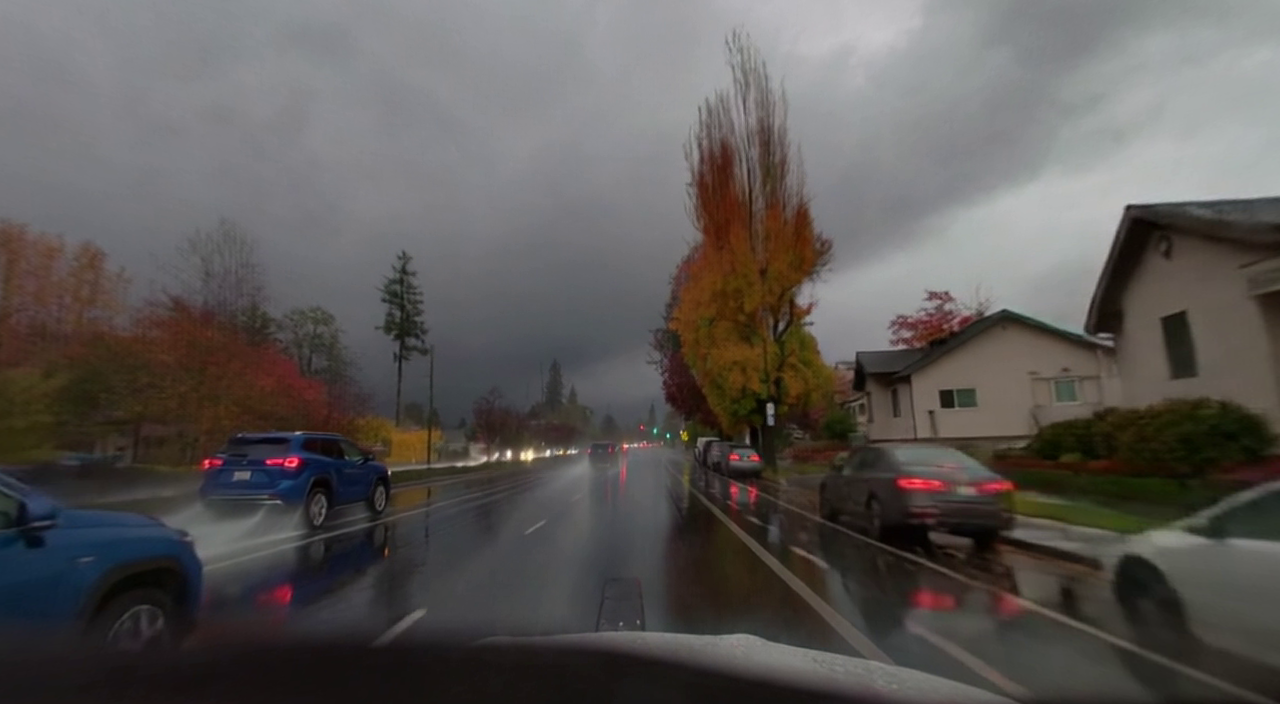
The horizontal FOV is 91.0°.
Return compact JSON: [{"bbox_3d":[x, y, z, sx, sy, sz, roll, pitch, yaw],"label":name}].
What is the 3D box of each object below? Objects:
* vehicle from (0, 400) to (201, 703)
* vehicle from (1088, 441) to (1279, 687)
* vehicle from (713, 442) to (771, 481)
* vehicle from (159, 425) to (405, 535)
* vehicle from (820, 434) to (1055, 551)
[{"bbox_3d":[-3.143,0.694,0.741,1.982,1.478,4.465,0,-9,1],"label":"vehicle"},{"bbox_3d":[4.726,1.171,3.127,1.824,1.453,4.374,0,-9,1],"label":"vehicle"},{"bbox_3d":[4.739,5.164,29.953,1.950,1.668,4.414,0,-9,-1],"label":"vehicle"},{"bbox_3d":[-6.506,2.368,12.237,2.034,1.711,4.512,0,-9,1],"label":"vehicle"},{"bbox_3d":[4.819,2.320,11.115,1.934,1.612,4.477,0,-9,0],"label":"vehicle"}]
